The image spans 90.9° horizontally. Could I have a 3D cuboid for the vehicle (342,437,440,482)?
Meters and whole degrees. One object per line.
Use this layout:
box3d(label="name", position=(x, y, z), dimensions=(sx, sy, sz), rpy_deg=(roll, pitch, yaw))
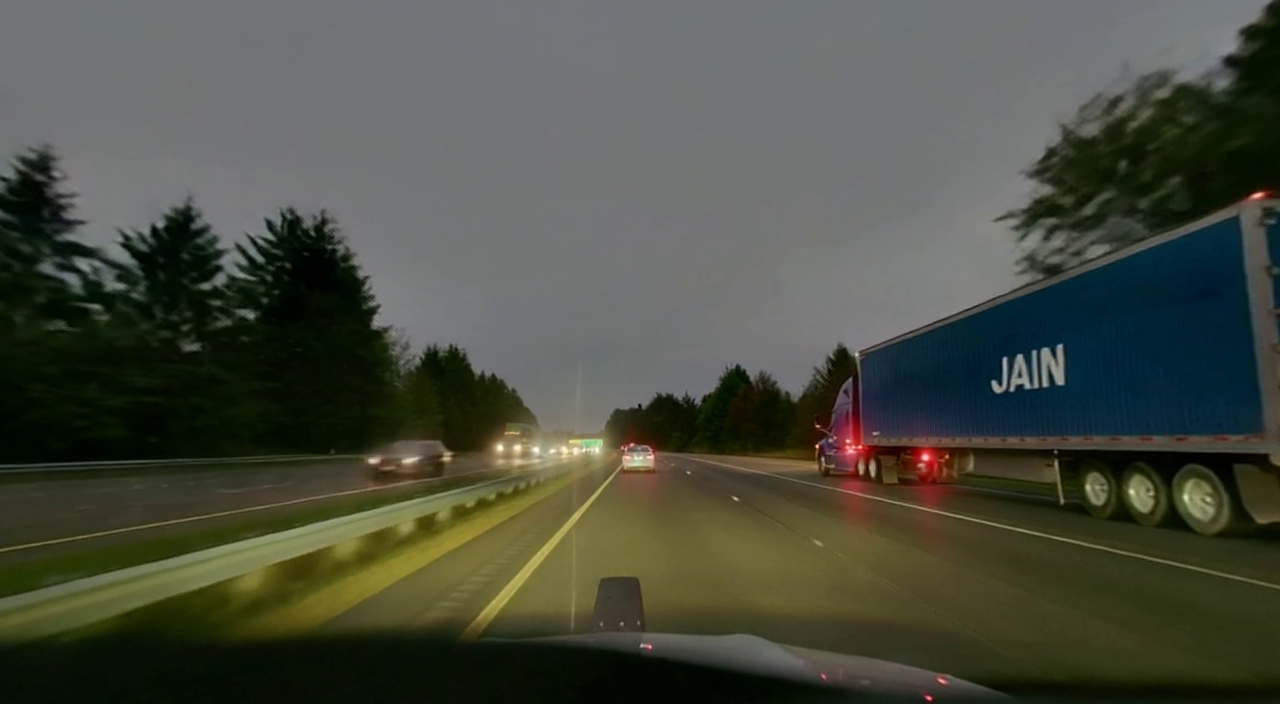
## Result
box3d(label="vehicle", position=(-9.034, 3.906, 23.267), dimensions=(1.854, 1.486, 4.342), rpy_deg=(0, -8, 0))

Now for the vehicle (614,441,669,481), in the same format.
box3d(label="vehicle", position=(0.040, 4.498, 26.384), dimensions=(2.114, 1.523, 4.012), rpy_deg=(0, -8, 0))
